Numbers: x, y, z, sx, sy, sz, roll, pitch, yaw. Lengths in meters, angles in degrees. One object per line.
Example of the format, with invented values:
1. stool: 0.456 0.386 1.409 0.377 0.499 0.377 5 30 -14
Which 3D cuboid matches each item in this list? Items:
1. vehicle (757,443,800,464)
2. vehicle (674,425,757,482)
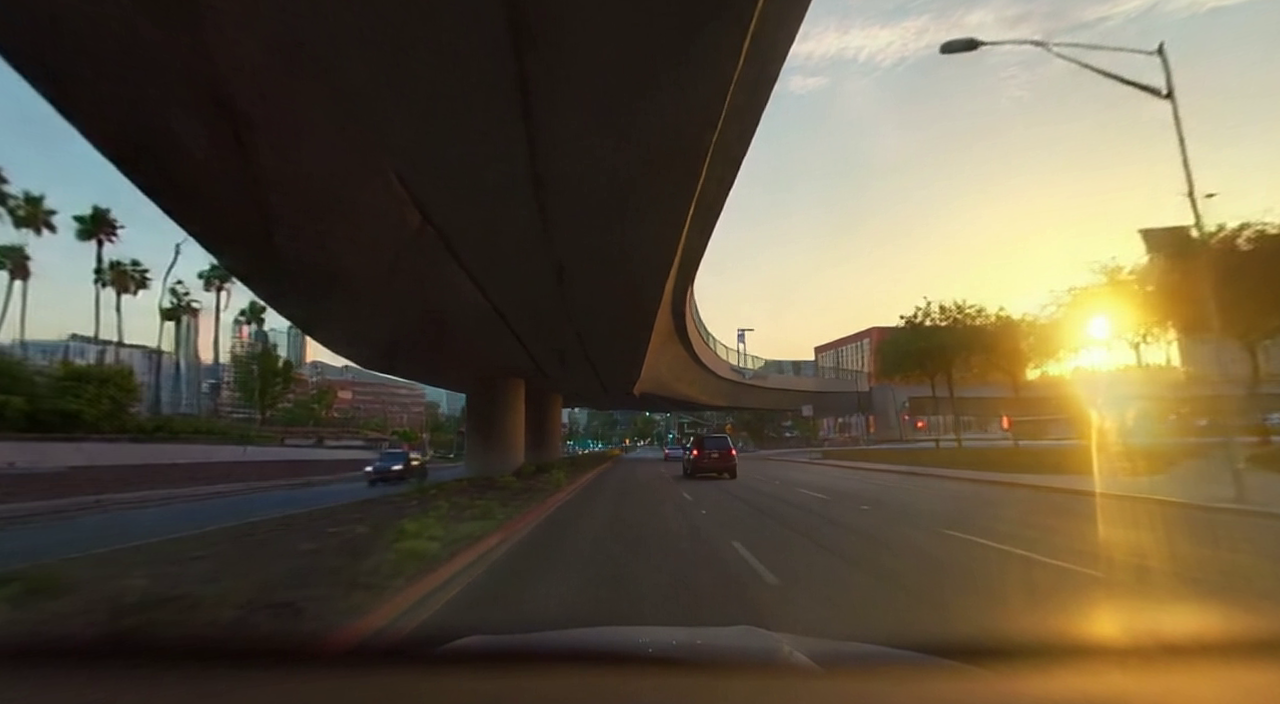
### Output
1. vehicle: 10.101 7.448 46.509 1.989 1.472 5.054 0 -9 -1
2. vehicle: 2.835 4.031 25.291 2.559 2.017 5.562 0 -9 -1
